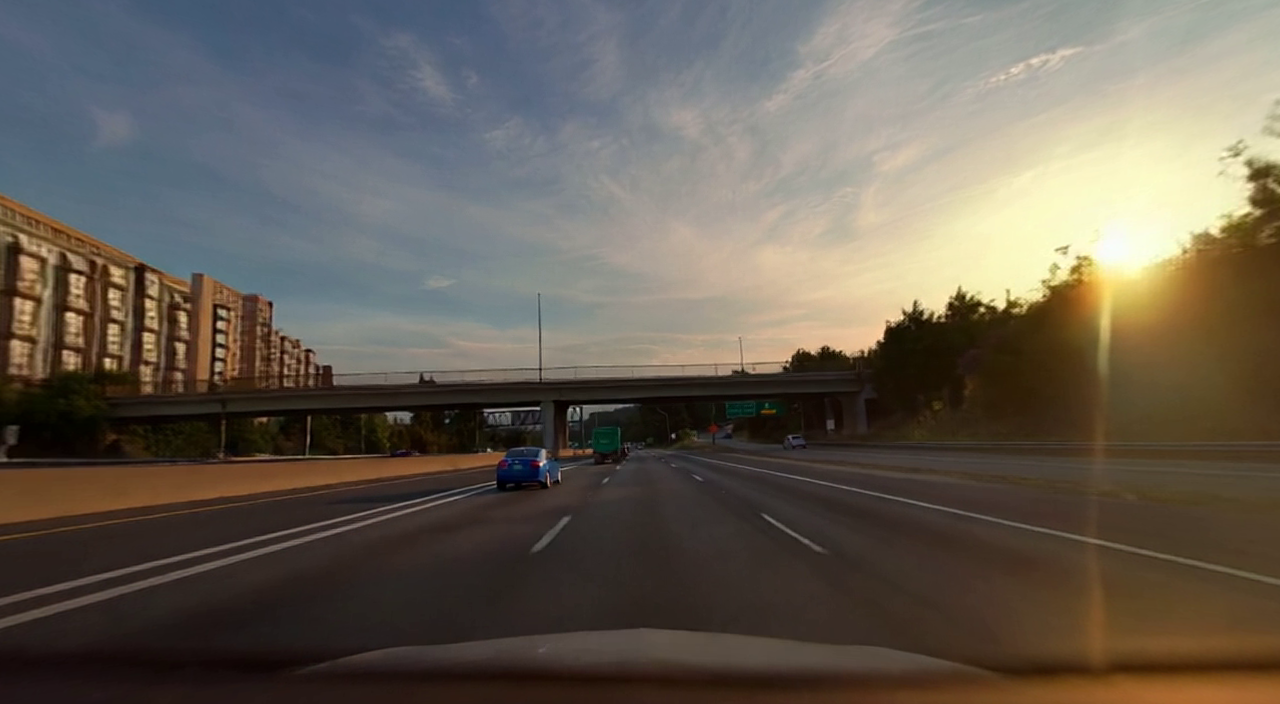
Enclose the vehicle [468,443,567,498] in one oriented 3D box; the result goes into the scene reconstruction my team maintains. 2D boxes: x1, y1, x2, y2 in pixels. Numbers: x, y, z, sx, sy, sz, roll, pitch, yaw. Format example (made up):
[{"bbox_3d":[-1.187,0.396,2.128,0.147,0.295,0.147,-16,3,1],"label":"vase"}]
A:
[{"bbox_3d":[-3.586,3.579,19.364,2.039,1.478,4.483,0,-9,1],"label":"vehicle"}]
